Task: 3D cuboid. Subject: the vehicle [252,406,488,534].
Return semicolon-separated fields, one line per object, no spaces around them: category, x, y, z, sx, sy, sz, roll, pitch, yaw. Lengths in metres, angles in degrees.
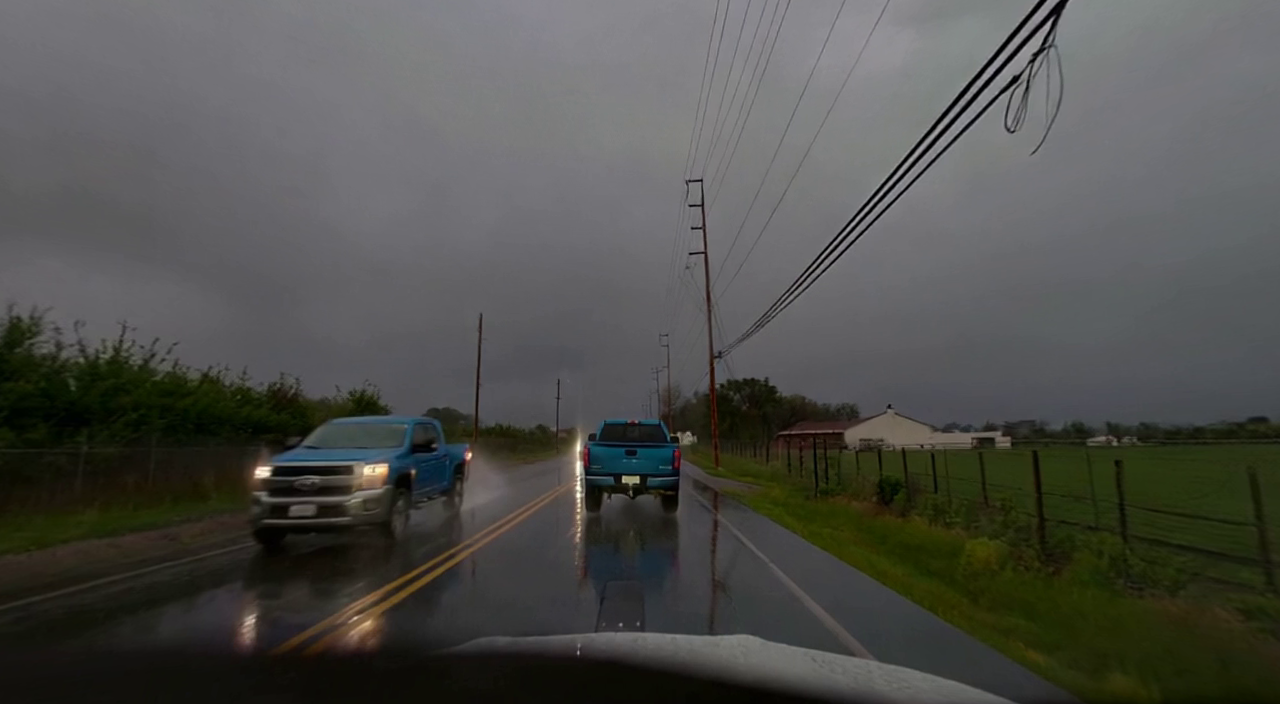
vehicle;-4.650;2.132;11.977;2.346;1.907;4.757;0;-8;0

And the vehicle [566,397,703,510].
vehicle;-0.174;2.439;15.479;2.693;2.223;5.885;0;-8;-1
